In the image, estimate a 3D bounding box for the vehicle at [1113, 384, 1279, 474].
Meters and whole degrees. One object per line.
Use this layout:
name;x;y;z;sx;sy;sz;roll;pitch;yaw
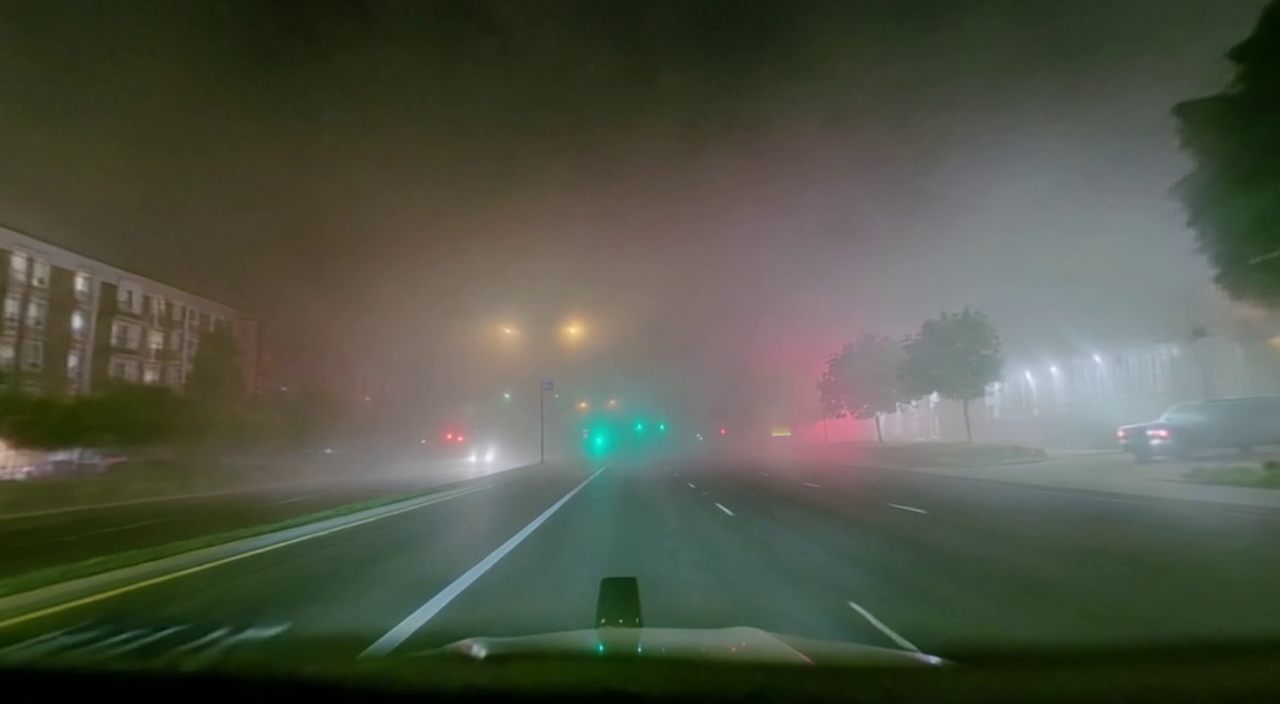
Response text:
vehicle;19.724;2.529;20.656;6.543;2.736;2.324;0;-9;-3
